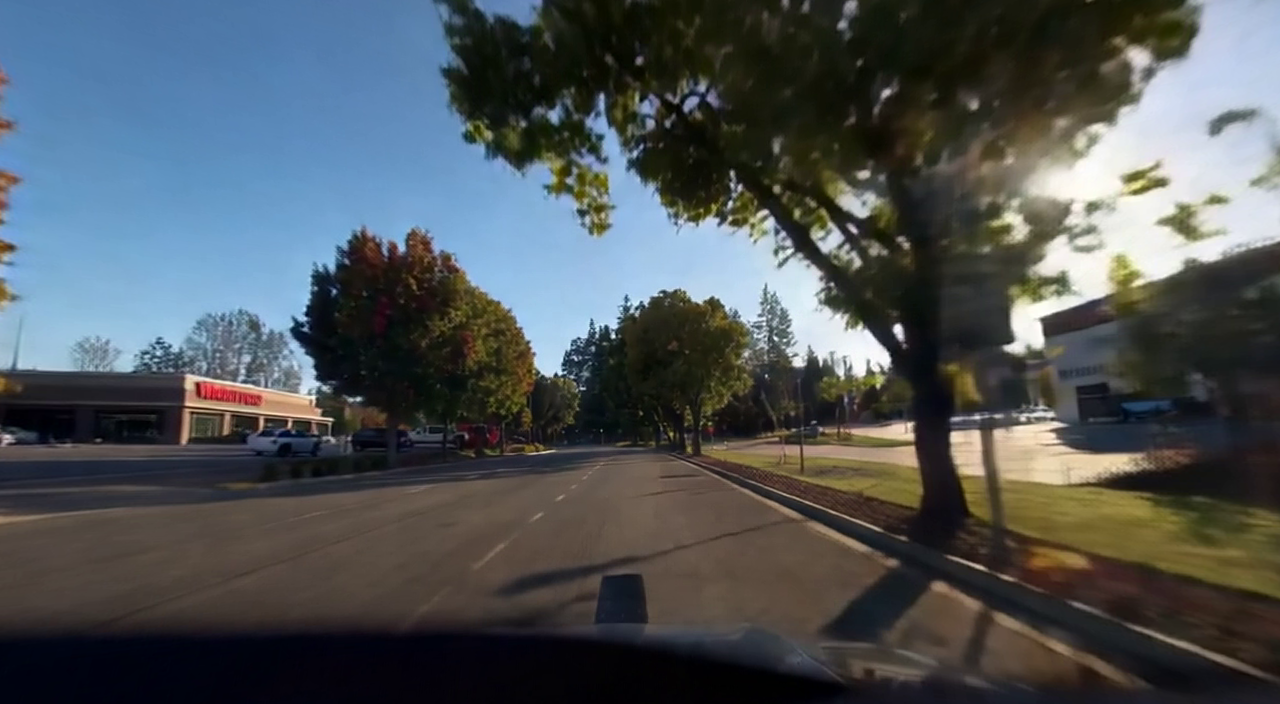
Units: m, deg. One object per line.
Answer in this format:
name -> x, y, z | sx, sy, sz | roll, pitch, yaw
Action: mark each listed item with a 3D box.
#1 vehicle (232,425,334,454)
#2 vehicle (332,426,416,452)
vehicle -> -18.549, 4.577, 32.966 | 4.238, 1.459, 1.753 | 0, -9, 2
vehicle -> -19.425, 6.388, 46.333 | 5.109, 1.891, 2.206 | 0, -8, -1
